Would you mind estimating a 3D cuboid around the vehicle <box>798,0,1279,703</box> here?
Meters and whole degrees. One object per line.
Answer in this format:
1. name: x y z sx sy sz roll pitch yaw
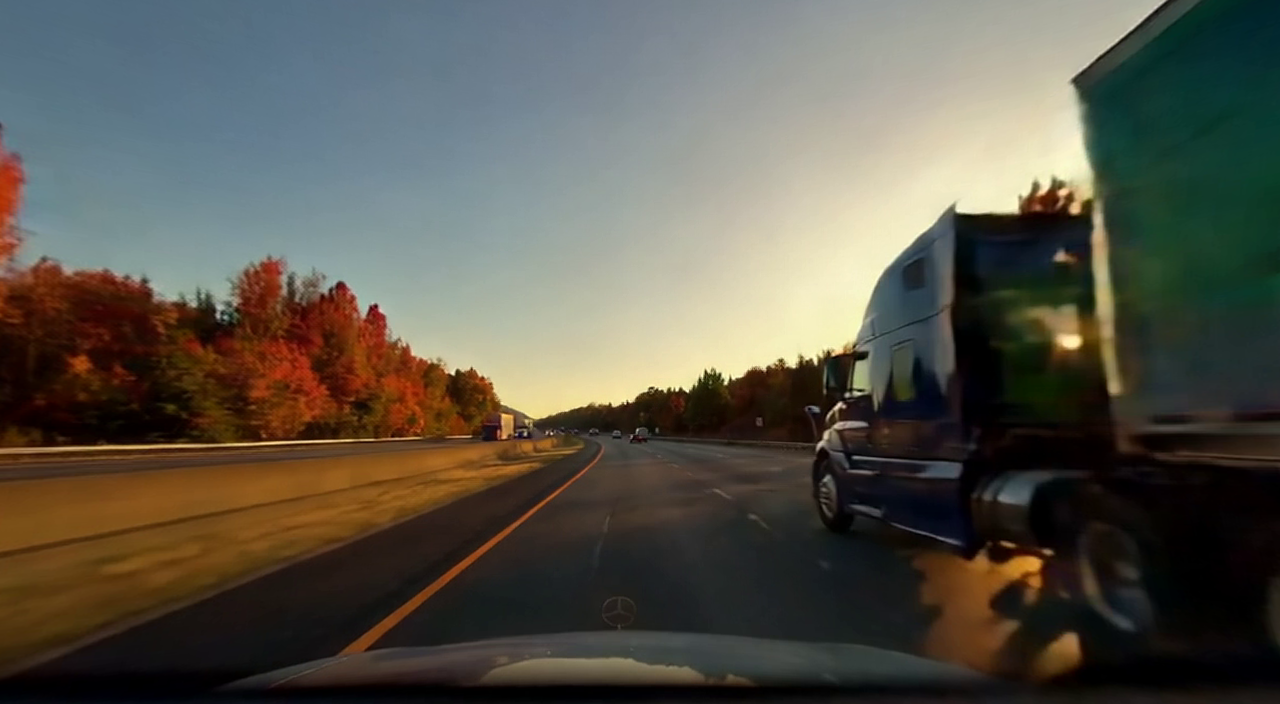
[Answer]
1. vehicle: 3.695 -0.008 5.400 2.985 4.066 6.190 0 -8 0
